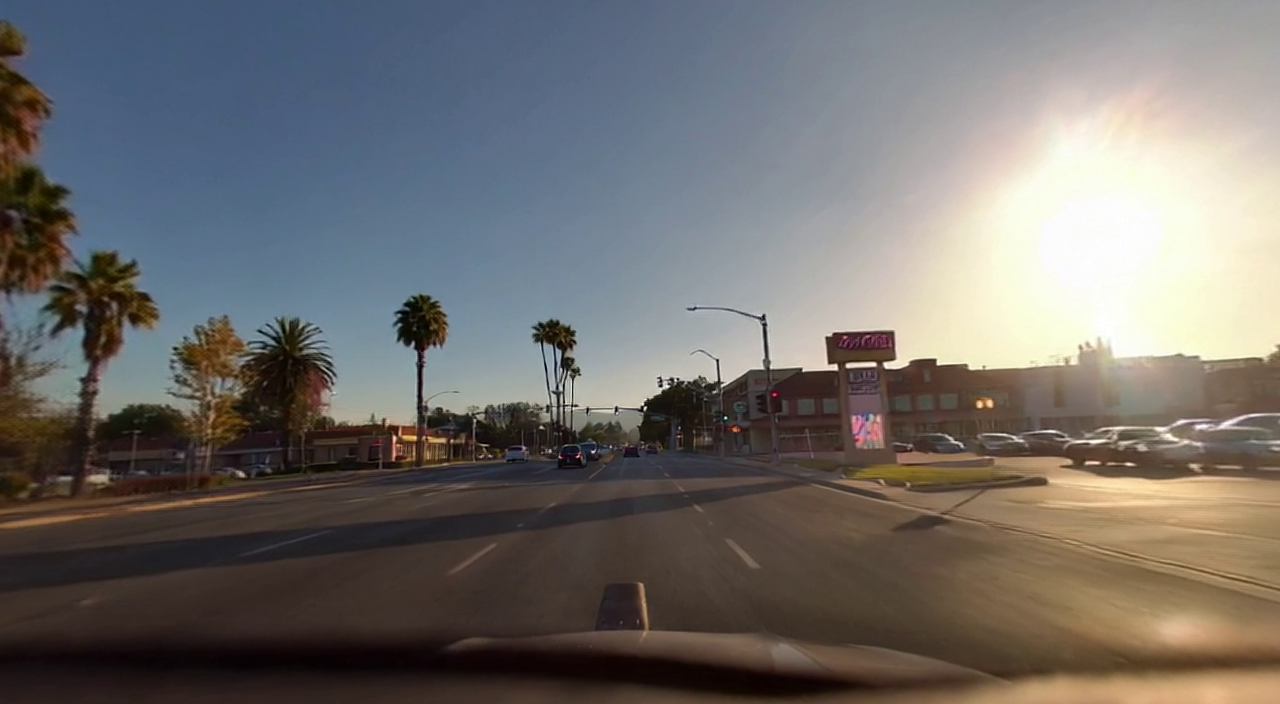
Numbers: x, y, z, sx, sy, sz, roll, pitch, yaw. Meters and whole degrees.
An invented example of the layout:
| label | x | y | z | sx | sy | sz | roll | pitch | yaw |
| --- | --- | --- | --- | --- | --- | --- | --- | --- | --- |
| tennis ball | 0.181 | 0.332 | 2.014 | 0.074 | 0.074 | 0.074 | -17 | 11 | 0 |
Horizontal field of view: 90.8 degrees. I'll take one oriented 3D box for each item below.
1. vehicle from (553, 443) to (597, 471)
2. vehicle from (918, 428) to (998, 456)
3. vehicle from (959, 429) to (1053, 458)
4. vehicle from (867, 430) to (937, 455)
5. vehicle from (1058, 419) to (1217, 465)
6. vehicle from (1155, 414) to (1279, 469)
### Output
| label | x | y | z | sx | sy | sz | roll | pitch | yaw |
| --- | --- | --- | --- | --- | --- | --- | --- | --- | --- |
| vehicle | -3.770 | 6.150 | 37.182 | 2.181 | 1.483 | 4.123 | 0 | -9 | -1 |
| vehicle | 21.527 | 6.134 | 42.920 | 4.600 | 1.677 | 1.980 | -6 | -11 | 26 |
| vehicle | 21.263 | 5.386 | 36.894 | 4.505 | 1.584 | 2.015 | -5 | -10 | 27 |
| vehicle | 20.518 | 7.123 | 49.501 | 4.753 | 1.809 | 2.016 | -6 | -9 | 30 |
| vehicle | 21.217 | 3.907 | 27.259 | 4.764 | 1.846 | 2.370 | -4 | -9 | 21 |
| vehicle | 20.692 | 3.033 | 21.397 | 4.548 | 1.741 | 1.971 | -5 | -10 | 26 |
